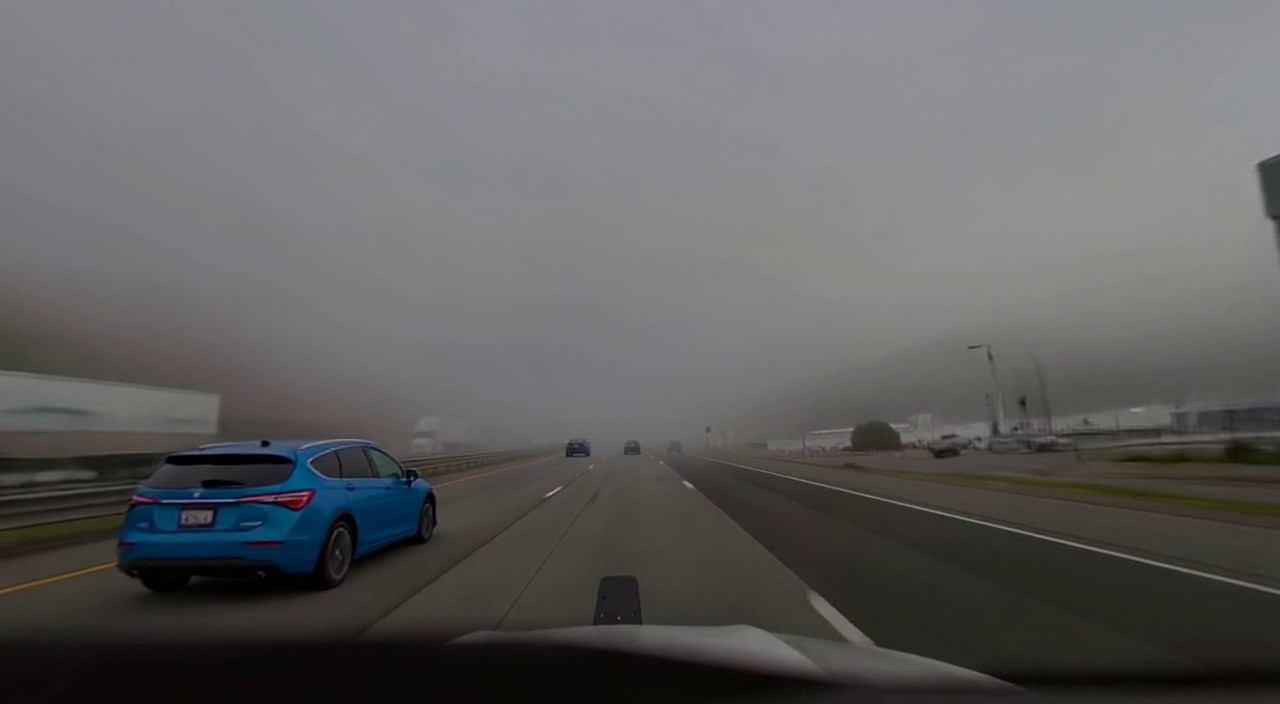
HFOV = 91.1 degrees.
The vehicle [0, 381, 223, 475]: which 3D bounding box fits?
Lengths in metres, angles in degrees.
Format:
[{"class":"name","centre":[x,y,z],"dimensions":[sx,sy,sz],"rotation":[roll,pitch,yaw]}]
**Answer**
[{"class":"vehicle","centre":[-21.055,3.173,25.771],"dimensions":[2.736,3.286,7.373],"rotation":[0,-8,0]}]

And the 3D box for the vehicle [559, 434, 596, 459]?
[{"class":"vehicle","centre":[-4.342,6.663,44.261],"dimensions":[2.271,1.626,4.463],"rotation":[0,-8,-1]}]
